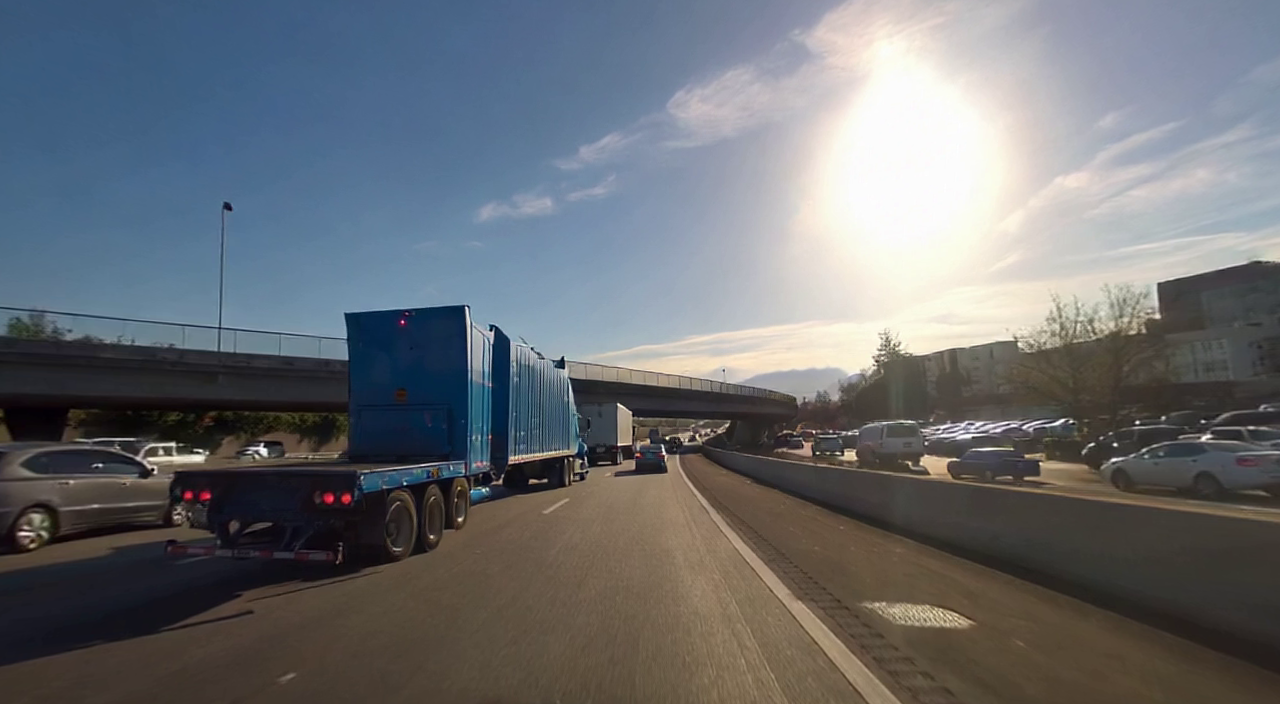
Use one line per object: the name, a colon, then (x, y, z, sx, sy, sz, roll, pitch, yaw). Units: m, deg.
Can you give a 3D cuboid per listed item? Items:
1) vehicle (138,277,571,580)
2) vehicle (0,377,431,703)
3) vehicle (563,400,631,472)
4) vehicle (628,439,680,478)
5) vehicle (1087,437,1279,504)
vehicle: (-3.522, 1.461, 11.311, 3.020, 3.192, 9.194, -1, -9, 3)
vehicle: (-3.846, 1.266, 5.277, 2.896, 1.779, 3.441, 0, -8, 2)
vehicle: (-2.408, 5.303, 39.196, 3.073, 3.894, 9.782, -1, -9, 3)
vehicle: (0.670, 4.787, 28.485, 2.178, 1.640, 4.071, -1, -9, 2)
vehicle: (14.121, 2.987, 16.323, 1.873, 1.491, 4.413, 0, -9, 2)
